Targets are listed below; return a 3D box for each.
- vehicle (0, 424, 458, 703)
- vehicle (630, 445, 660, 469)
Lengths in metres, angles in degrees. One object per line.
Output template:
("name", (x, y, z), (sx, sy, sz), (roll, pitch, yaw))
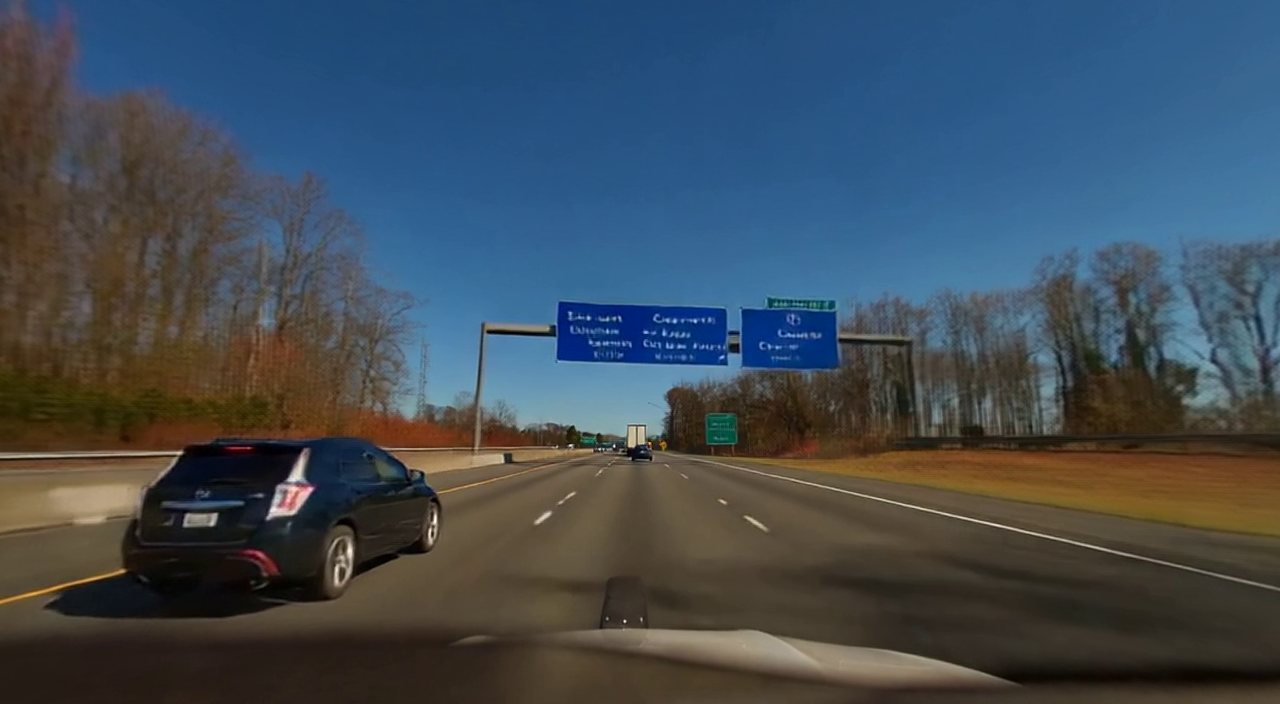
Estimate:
("vehicle", (-3.326, 1.477, 5.608), (2.012, 1.500, 4.452), (0, -9, 1))
("vehicle", (0.332, 6.776, 40.604), (1.859, 1.478, 3.799), (0, -9, 0))
